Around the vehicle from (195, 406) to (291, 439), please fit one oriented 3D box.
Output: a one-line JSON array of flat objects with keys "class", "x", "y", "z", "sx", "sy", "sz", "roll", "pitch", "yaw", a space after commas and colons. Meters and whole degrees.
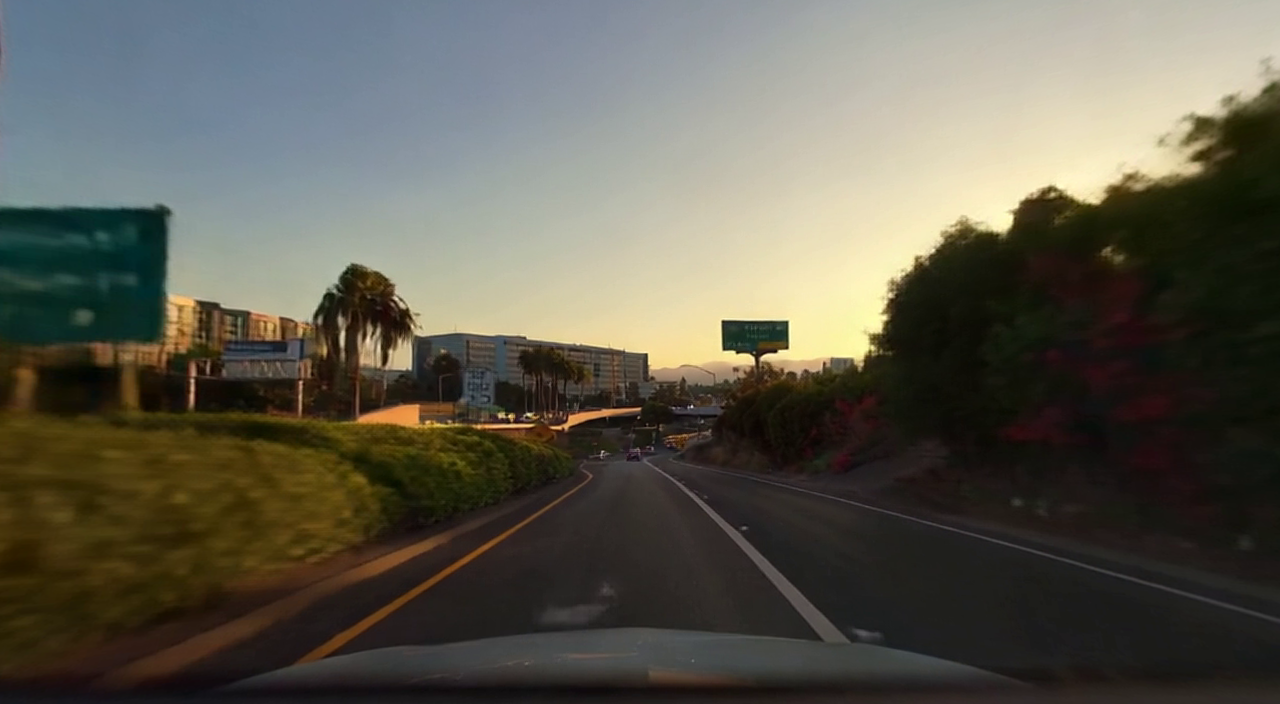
[{"class": "vehicle", "x": -19.966, "y": 3.635, "z": 32.033, "sx": 1.931, "sy": 1.451, "sz": 4.683, "roll": 0, "pitch": -9, "yaw": -2}]
